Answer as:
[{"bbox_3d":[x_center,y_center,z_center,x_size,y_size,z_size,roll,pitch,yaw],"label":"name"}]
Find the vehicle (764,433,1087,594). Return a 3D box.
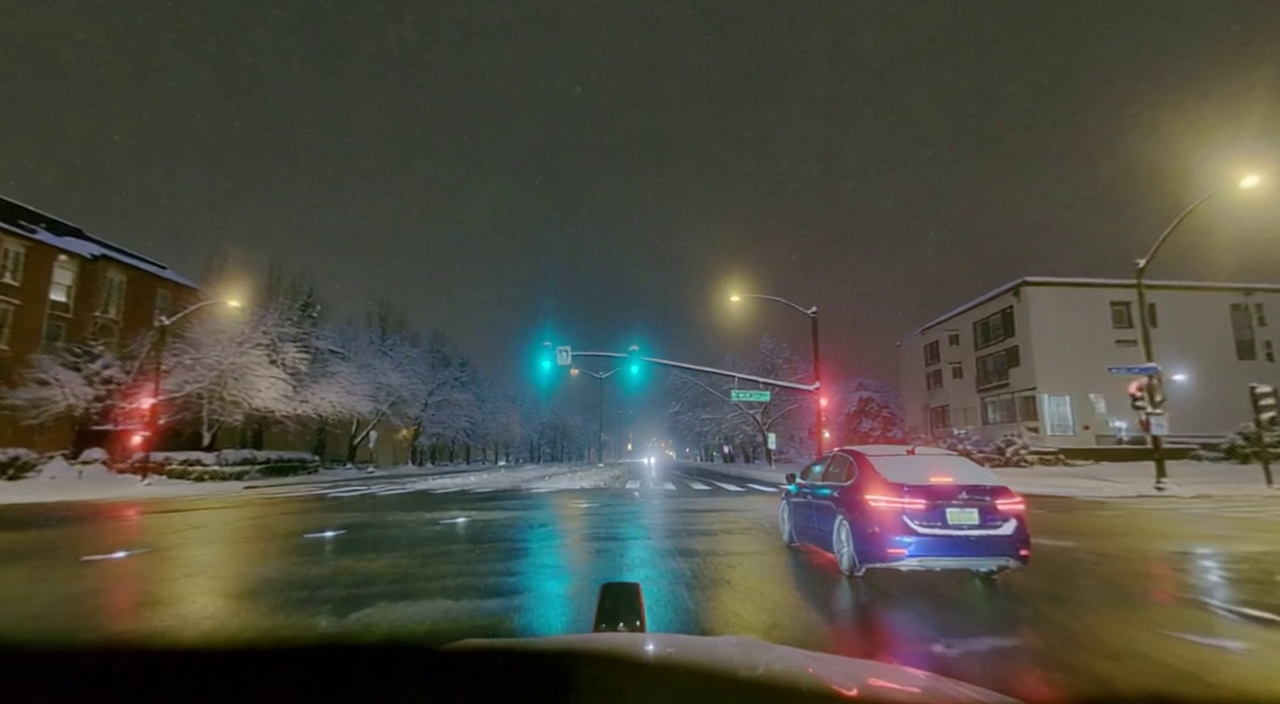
[{"bbox_3d":[3.267,1.942,8.602,2.089,1.539,4.767,0,-9,-1],"label":"vehicle"}]
